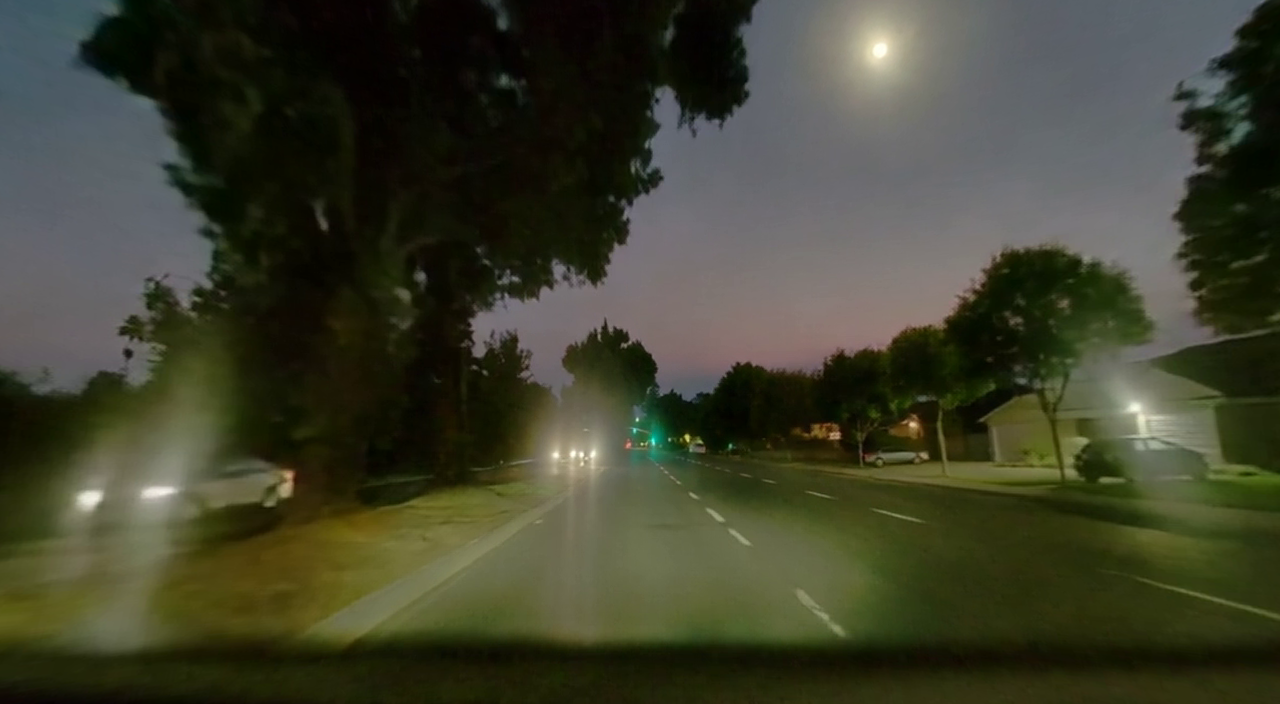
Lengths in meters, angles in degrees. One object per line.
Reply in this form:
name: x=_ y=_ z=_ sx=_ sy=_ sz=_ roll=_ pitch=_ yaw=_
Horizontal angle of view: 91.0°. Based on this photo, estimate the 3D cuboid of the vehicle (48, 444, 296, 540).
vehicle: x=-10.136 y=2.999 z=14.245 sx=2.000 sy=1.728 sz=4.587 roll=-2 pitch=-9 yaw=1

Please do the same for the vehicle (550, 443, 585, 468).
vehicle: x=-5.635 y=8.067 z=49.393 sx=2.071 sy=1.823 sz=4.799 roll=0 pitch=-9 yaw=2

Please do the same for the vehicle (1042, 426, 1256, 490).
vehicle: x=14.406 y=3.008 z=18.033 sx=4.386 sy=1.711 sz=1.929 roll=0 pitch=-9 yaw=0

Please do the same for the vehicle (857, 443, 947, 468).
vehicle: x=15.635 y=6.191 z=37.673 sx=4.500 sy=1.390 sz=1.864 roll=0 pitch=-8 yaw=-3
